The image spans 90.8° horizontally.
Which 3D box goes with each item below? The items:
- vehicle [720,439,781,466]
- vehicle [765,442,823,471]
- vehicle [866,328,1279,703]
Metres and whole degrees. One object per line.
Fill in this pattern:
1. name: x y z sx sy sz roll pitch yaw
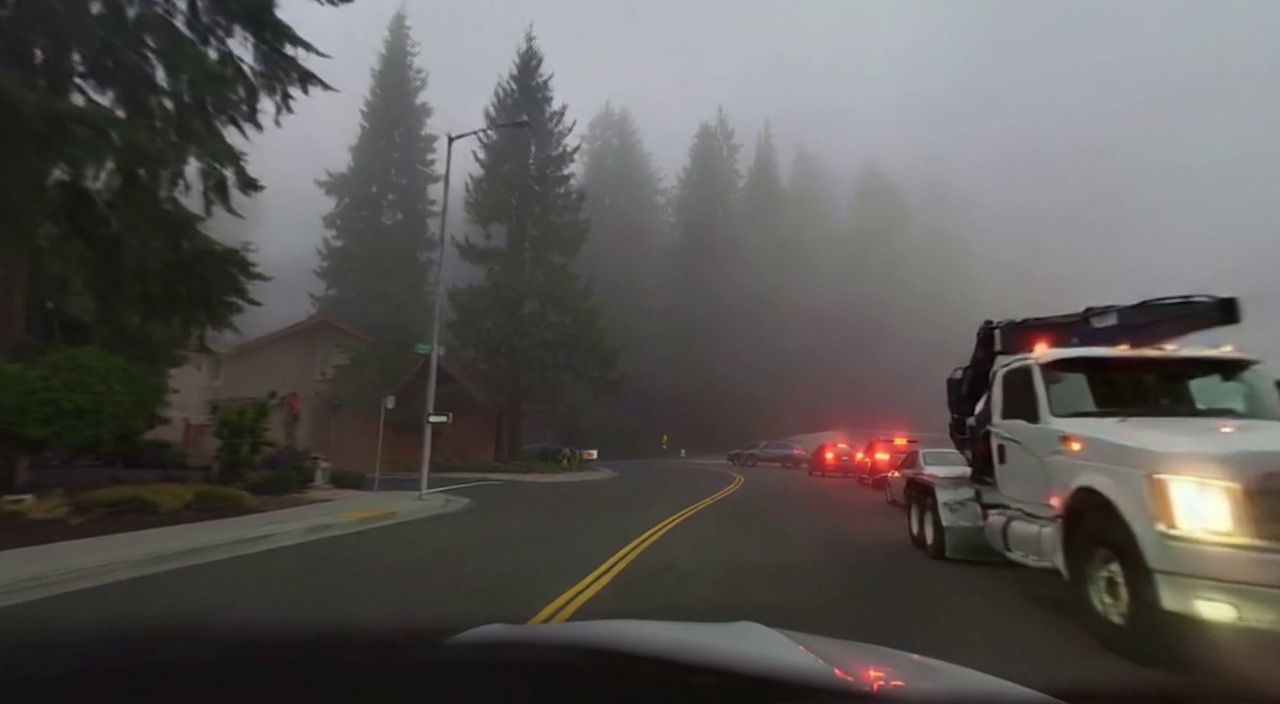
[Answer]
1. vehicle: 8.316 7.714 48.414 2.511 1.904 6.143 2 -9 -12
2. vehicle: 9.731 6.643 40.320 1.967 1.698 4.649 2 -9 -8
3. vehicle: 4.558 1.411 6.956 2.874 2.021 7.293 -2 -9 12
